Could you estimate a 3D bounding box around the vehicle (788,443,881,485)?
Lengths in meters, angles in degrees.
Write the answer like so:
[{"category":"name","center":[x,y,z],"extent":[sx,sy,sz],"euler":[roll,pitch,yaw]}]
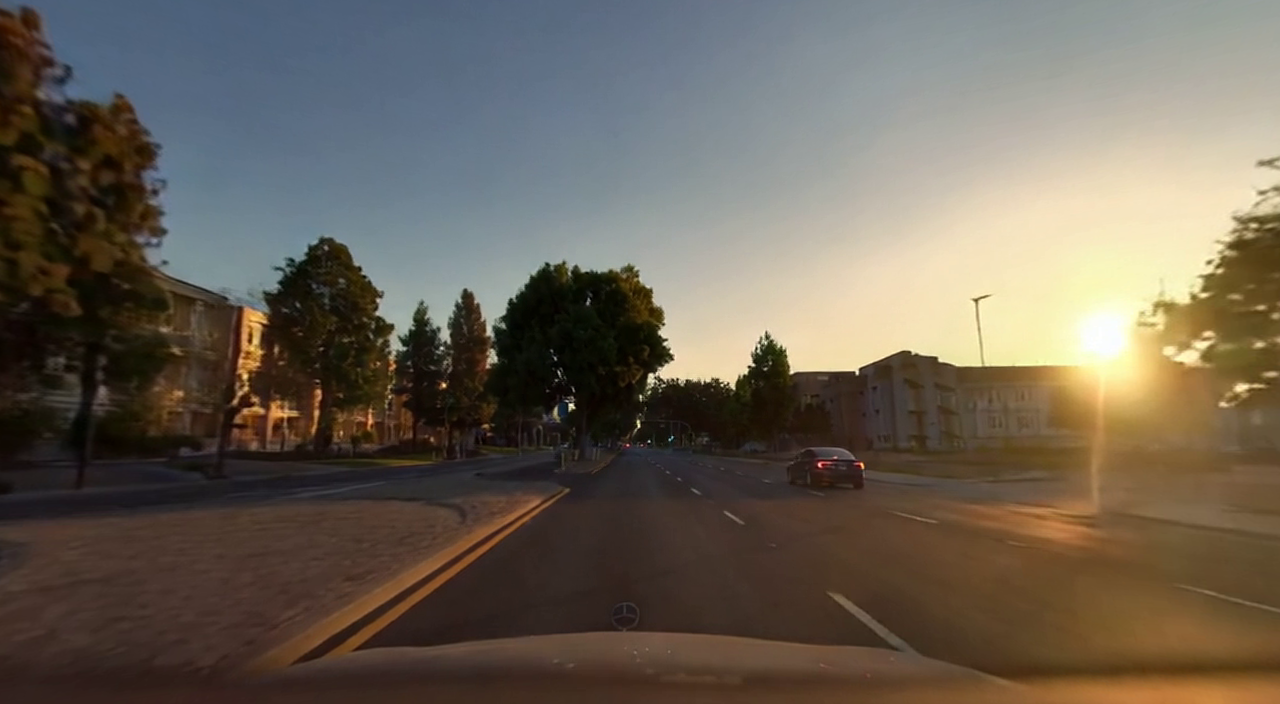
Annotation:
[{"category":"vehicle","center":[7.301,4.234,24.202],"extent":[2.054,1.421,4.487],"euler":[0,-8,-1]}]
